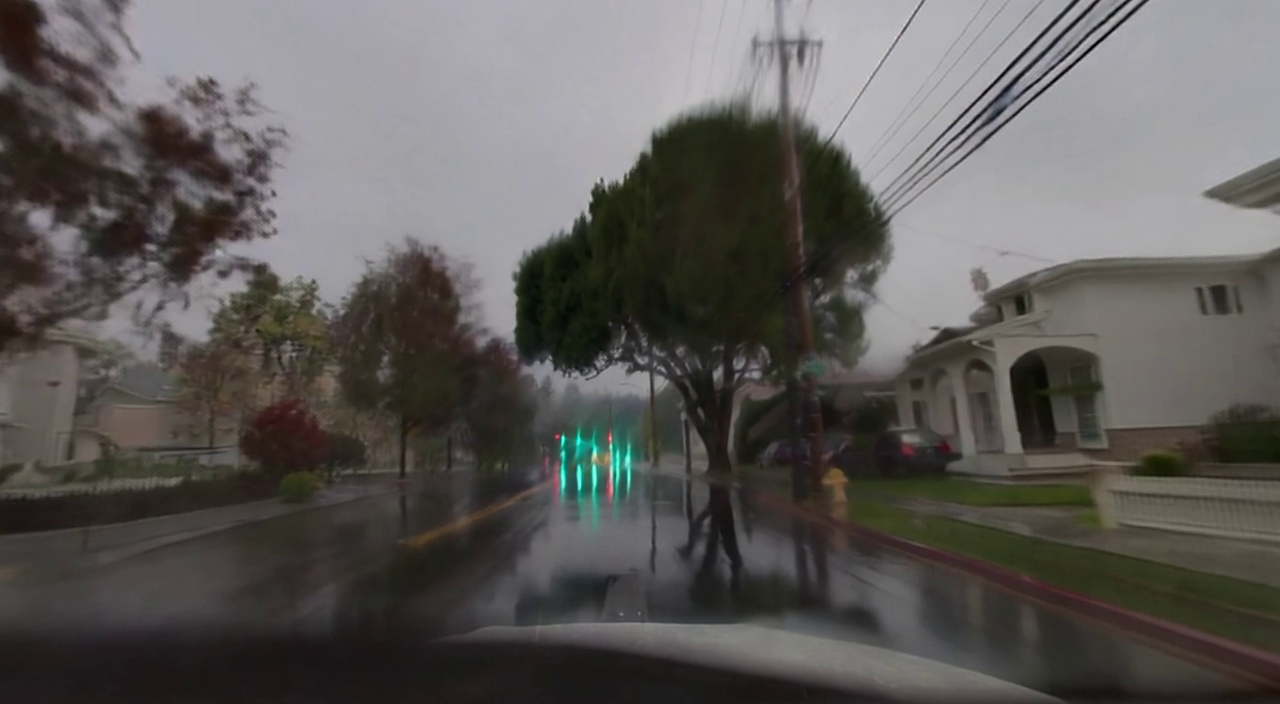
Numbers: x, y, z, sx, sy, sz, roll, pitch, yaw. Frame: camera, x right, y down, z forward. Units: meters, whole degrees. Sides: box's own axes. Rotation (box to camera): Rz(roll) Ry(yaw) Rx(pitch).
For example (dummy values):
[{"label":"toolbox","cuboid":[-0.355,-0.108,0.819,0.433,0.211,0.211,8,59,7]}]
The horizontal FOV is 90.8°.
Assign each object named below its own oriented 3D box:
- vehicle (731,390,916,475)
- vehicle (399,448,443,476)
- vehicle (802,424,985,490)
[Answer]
[{"label":"vehicle","cuboid":[7.916,3.539,27.783,7.115,3.010,2.378,-4,-9,-6]},{"label":"vehicle","cuboid":[-13.495,6.727,38.926,2.390,1.431,4.253,1,-8,-19]},{"label":"vehicle","cuboid":[7.292,3.064,18.533,4.412,1.565,1.957,-3,-9,-1]}]
